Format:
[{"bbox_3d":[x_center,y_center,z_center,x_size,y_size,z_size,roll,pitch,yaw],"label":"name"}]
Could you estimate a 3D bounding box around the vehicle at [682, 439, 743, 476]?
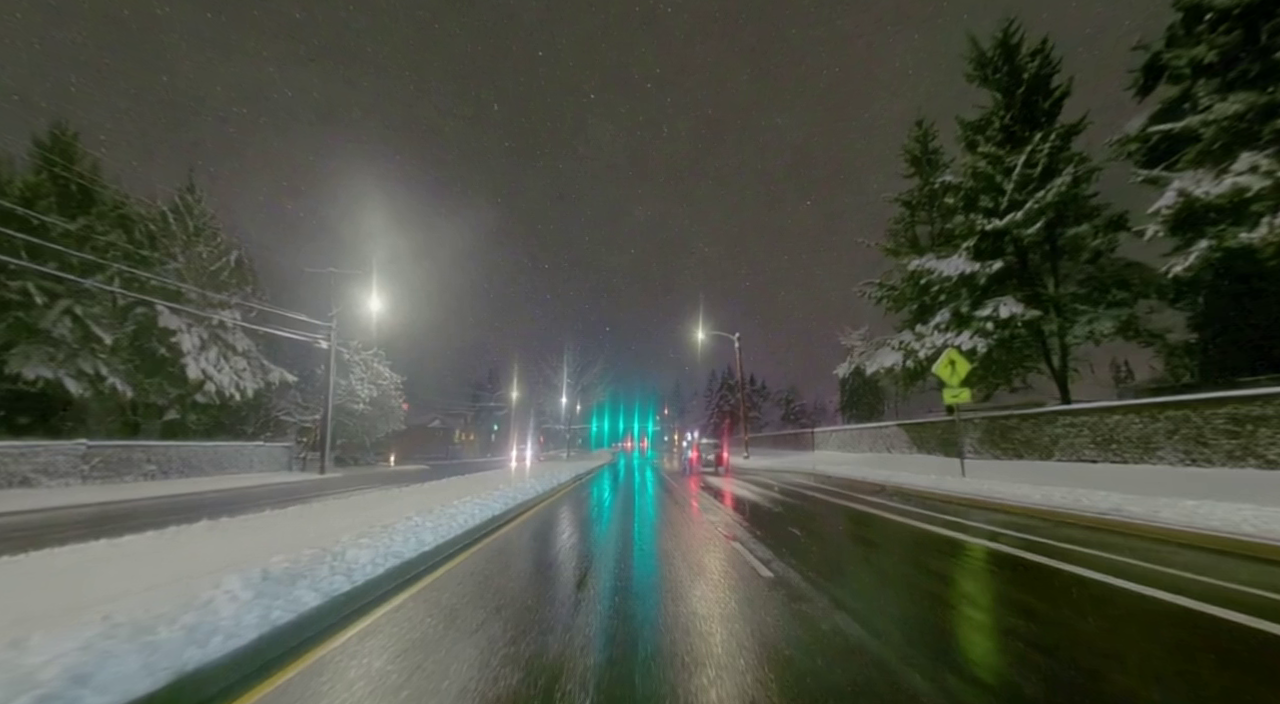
[{"bbox_3d":[3.098,4.626,27.761,2.105,1.490,4.008,0,-9,-2],"label":"vehicle"}]
